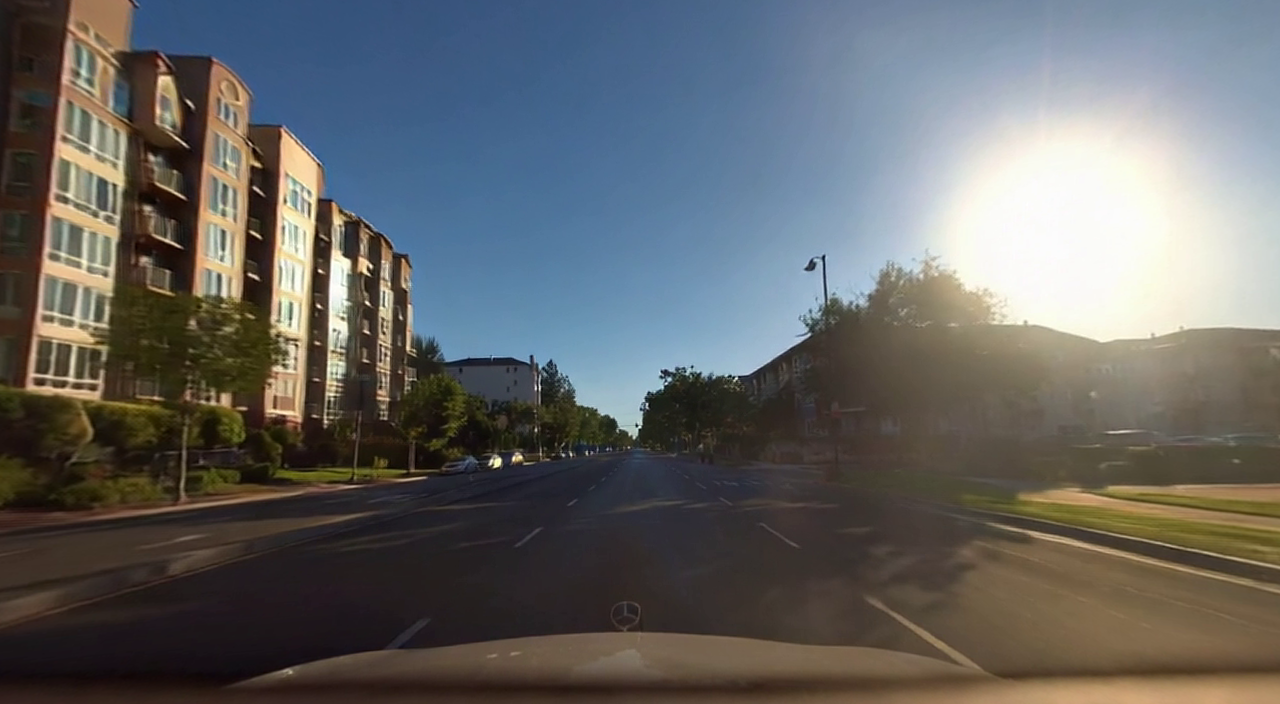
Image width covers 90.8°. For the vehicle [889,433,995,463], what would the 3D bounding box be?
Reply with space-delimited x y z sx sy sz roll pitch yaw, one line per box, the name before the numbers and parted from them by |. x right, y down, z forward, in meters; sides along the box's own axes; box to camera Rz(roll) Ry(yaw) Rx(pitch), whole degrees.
vehicle | 18.557 5.937 39.020 5.466 1.734 1.999 -1 -9 1

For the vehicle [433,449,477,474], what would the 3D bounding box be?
vehicle | -13.381 7.919 45.938 1.851 1.645 4.152 -1 -9 1

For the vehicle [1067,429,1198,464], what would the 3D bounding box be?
vehicle | 24.925 4.803 32.128 4.861 1.684 2.014 0 -9 1
